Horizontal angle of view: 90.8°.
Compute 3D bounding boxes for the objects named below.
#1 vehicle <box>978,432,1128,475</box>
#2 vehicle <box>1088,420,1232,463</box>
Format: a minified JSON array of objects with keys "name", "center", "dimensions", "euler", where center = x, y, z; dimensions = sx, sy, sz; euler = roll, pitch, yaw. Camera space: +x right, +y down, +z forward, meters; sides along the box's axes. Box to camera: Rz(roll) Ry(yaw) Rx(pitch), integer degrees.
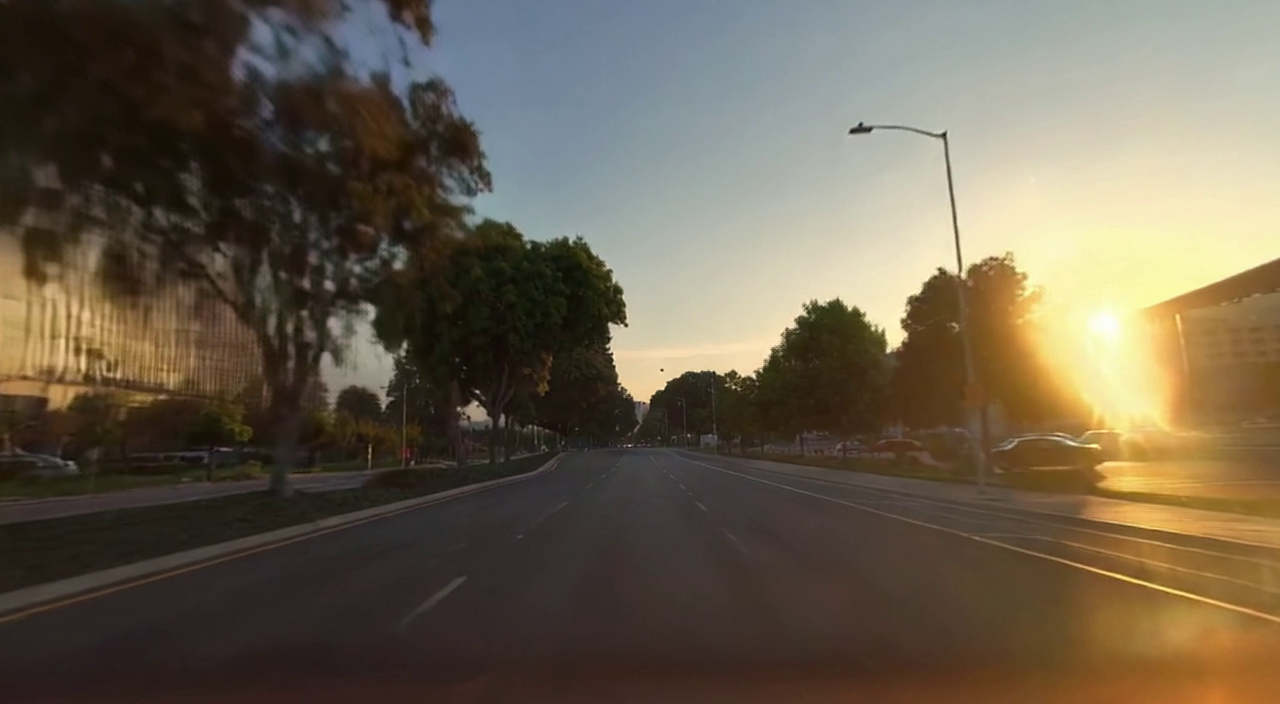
[{"name":"vehicle","center":[17.467,4.315,26.875],"dimensions":[4.938,1.729,2.098],"euler":[1,-9,-3]},{"name":"vehicle","center":[30.164,5.204,36.788],"dimensions":[6.323,2.077,2.262],"euler":[-3,-8,-2]}]
